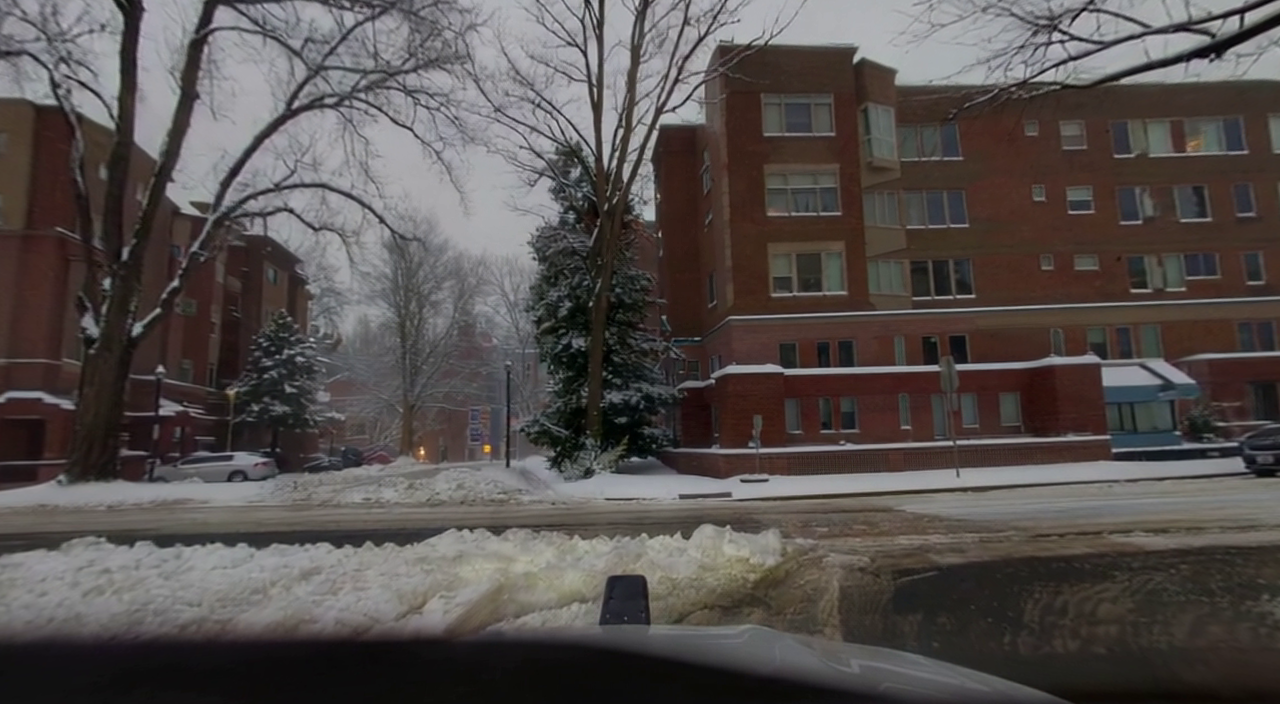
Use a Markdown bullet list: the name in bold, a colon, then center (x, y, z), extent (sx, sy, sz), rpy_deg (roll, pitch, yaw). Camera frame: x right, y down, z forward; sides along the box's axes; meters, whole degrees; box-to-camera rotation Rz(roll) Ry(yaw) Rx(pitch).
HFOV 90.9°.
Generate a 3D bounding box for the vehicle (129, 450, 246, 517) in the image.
- **vehicle**: center (-12.263, 3.492, 17.392), extent (2.027, 1.475, 4.522), rpy_deg (2, -9, -29)

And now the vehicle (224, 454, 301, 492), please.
- **vehicle**: center (-16.966, 5.418, 28.557), extent (1.941, 1.442, 4.384), rpy_deg (1, -8, -17)
